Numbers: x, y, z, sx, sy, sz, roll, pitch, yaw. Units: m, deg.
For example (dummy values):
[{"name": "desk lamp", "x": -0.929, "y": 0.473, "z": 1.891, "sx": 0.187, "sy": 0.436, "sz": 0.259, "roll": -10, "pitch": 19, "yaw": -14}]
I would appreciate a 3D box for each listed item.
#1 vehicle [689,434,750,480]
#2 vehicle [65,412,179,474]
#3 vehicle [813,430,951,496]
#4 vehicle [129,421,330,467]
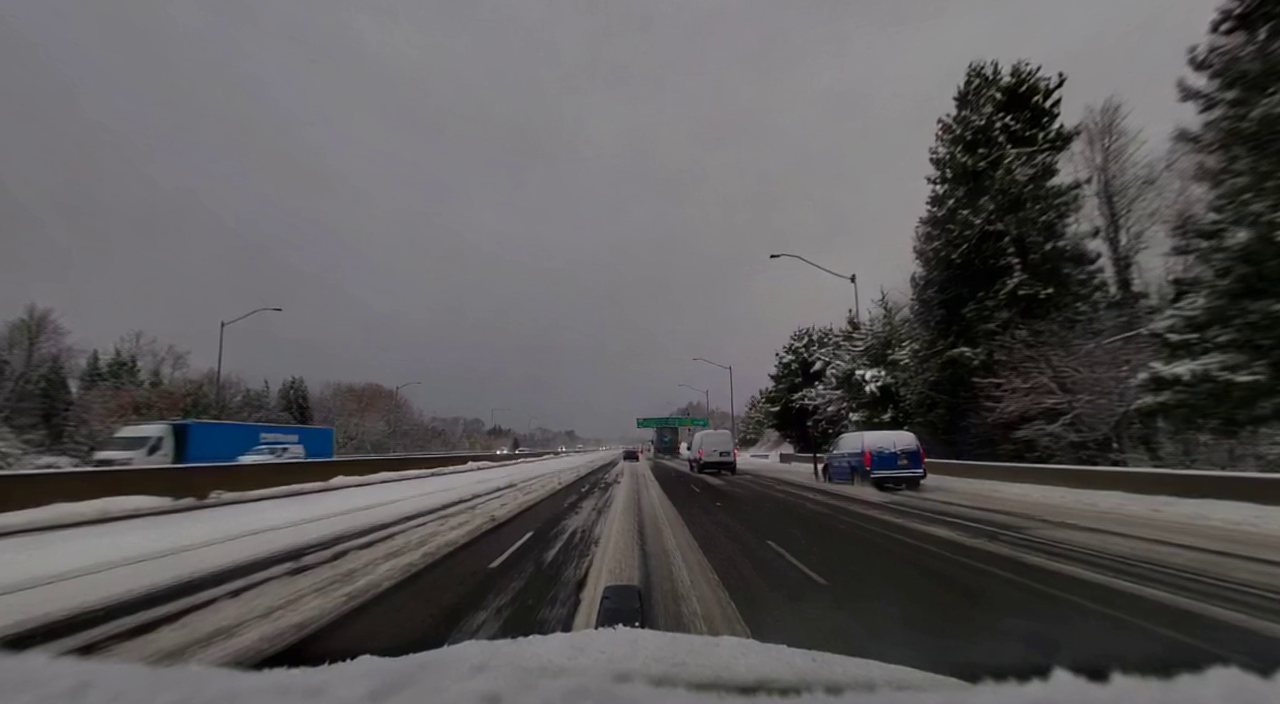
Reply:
[{"name": "vehicle", "x": 3.573, "y": 4.813, "z": 29.221, "sx": 2.035, "sy": 1.931, "sz": 4.841, "roll": 0, "pitch": -9, "yaw": -2}, {"name": "vehicle", "x": -29.014, "y": 5.109, "z": 35.595, "sx": 3.011, "sy": 3.266, "sz": 3.745, "roll": 0, "pitch": -9, "yaw": 0}, {"name": "vehicle", "x": 7.367, "y": 3.423, "z": 19.928, "sx": 2.266, "sy": 1.799, "sz": 4.947, "roll": 0, "pitch": -9, "yaw": -2}, {"name": "vehicle", "x": -29.123, "y": 6.908, "z": 47.172, "sx": 2.682, "sy": 2.685, "sz": 19.077, "roll": 0, "pitch": -8, "yaw": 0}]
